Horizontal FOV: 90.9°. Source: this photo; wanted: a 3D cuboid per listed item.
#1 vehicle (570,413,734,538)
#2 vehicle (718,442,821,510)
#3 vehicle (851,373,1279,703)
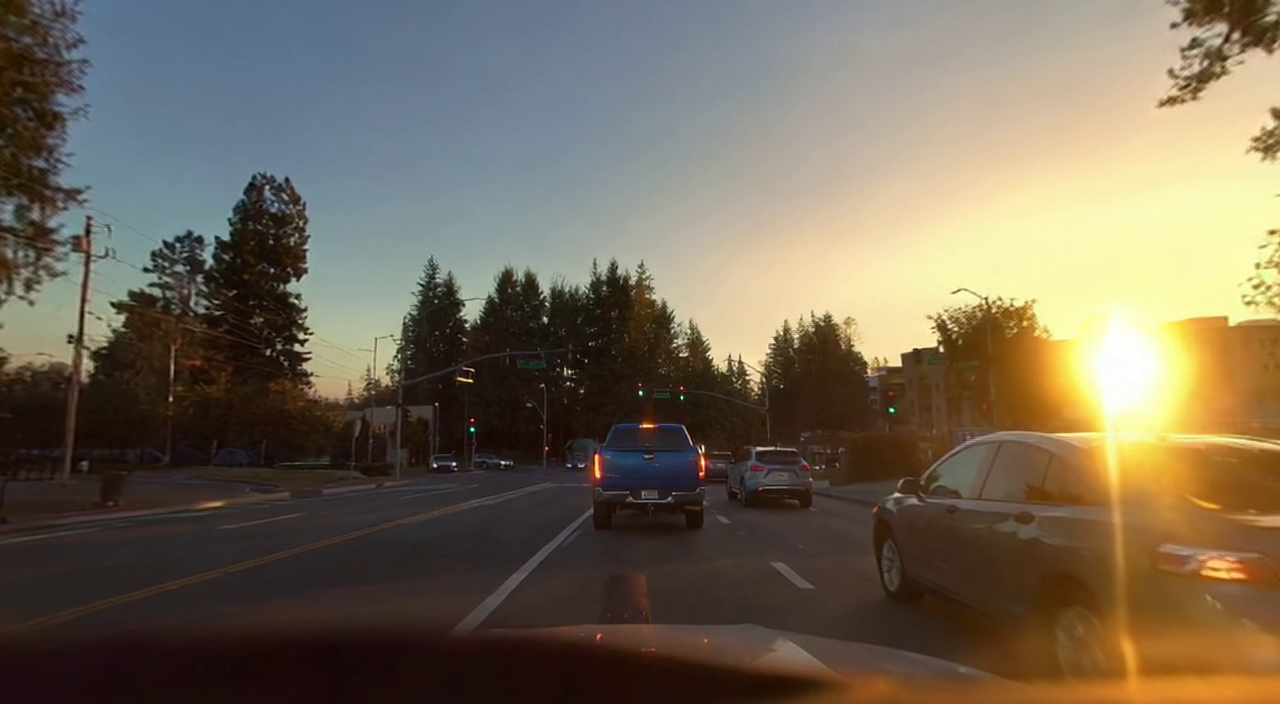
[{"bbox_3d":[0.193,2.403,12.979,2.636,2.011,5.425,0,-9,0],"label":"vehicle"},{"bbox_3d":[3.471,3.404,17.831,1.957,1.646,4.355,0,-9,0],"label":"vehicle"},{"bbox_3d":[3.294,1.173,3.899,2.155,1.667,5.162,0,-9,0],"label":"vehicle"}]
